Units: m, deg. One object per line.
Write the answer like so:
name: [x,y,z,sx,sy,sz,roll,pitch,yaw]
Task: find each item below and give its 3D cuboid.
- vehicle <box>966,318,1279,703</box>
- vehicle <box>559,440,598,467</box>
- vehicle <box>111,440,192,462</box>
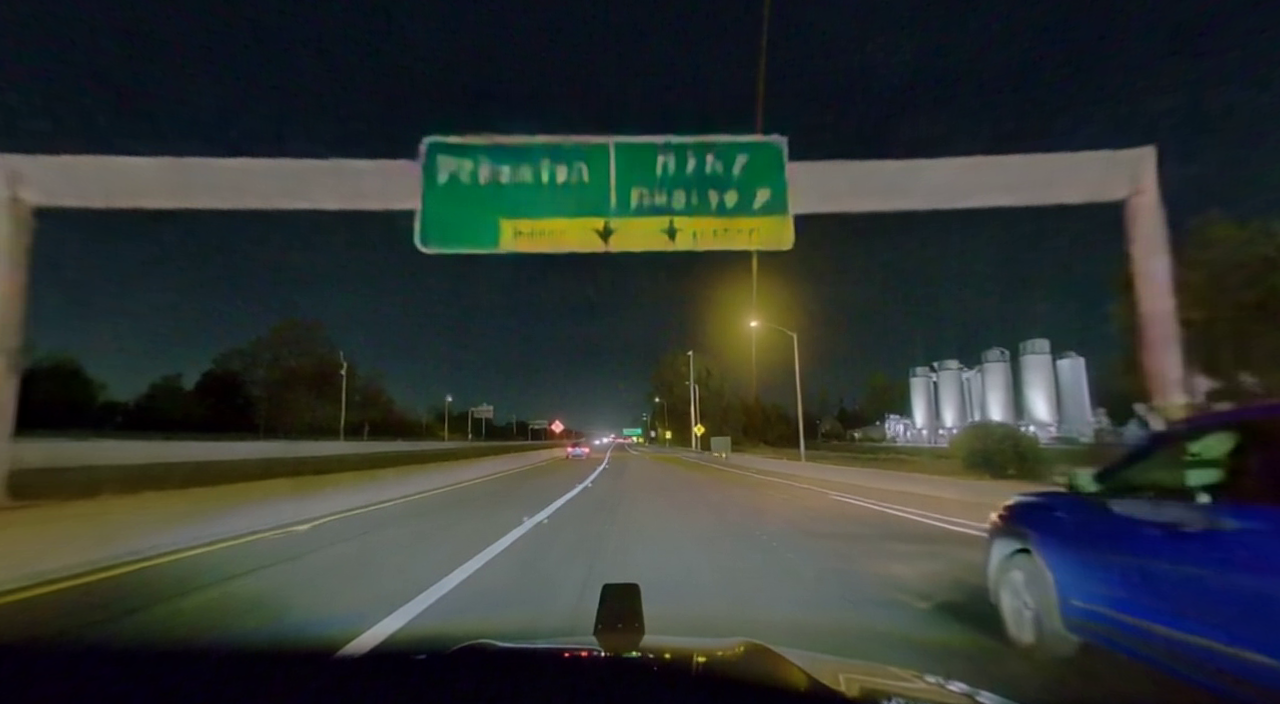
vehicle: [3.637,0.741,2.249,2.296,1.790,5.067,0,-9,1]
vehicle: [-3.793,6.332,39.428,2.012,1.571,4.232,0,-9,0]
vehicle: [-35.985,7.284,46.545,1.837,1.541,4.634,-1,-9,10]
